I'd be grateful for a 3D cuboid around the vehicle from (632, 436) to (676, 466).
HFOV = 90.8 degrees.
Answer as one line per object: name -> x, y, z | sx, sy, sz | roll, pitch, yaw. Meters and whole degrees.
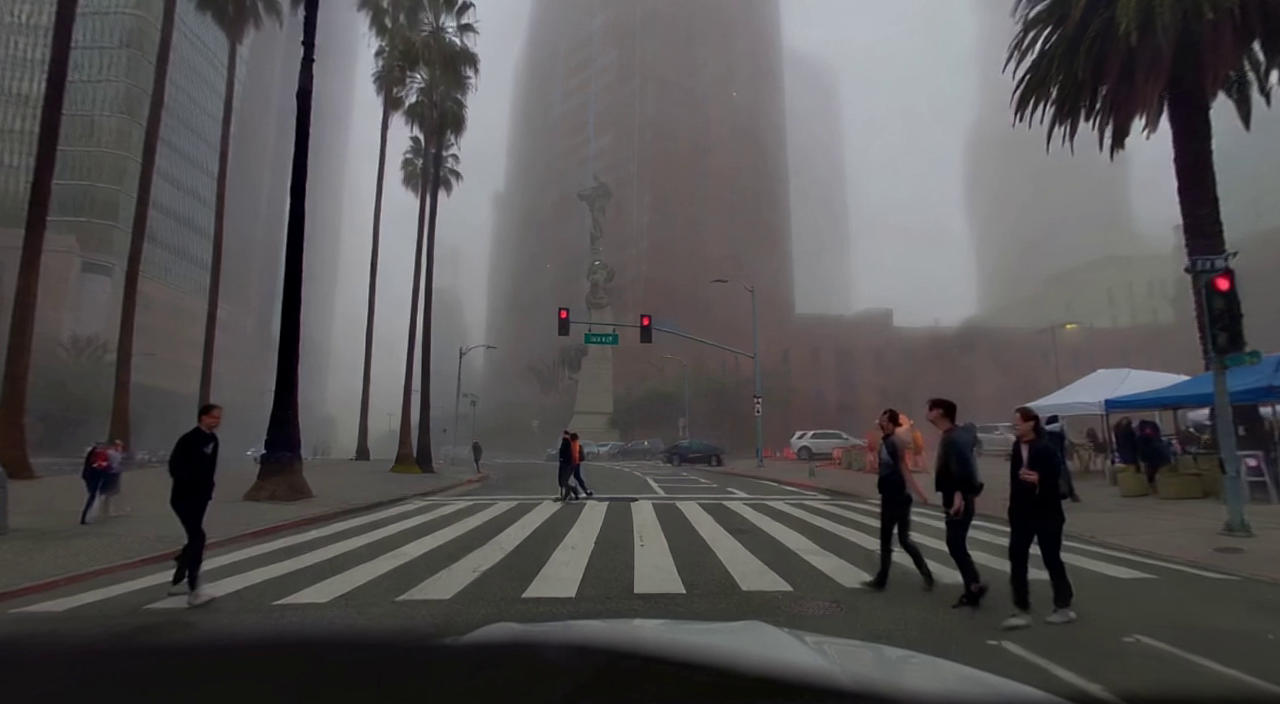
vehicle -> 0.936, 7.274, 46.547 | 2.322, 2.071, 5.366 | 1, -9, -9
